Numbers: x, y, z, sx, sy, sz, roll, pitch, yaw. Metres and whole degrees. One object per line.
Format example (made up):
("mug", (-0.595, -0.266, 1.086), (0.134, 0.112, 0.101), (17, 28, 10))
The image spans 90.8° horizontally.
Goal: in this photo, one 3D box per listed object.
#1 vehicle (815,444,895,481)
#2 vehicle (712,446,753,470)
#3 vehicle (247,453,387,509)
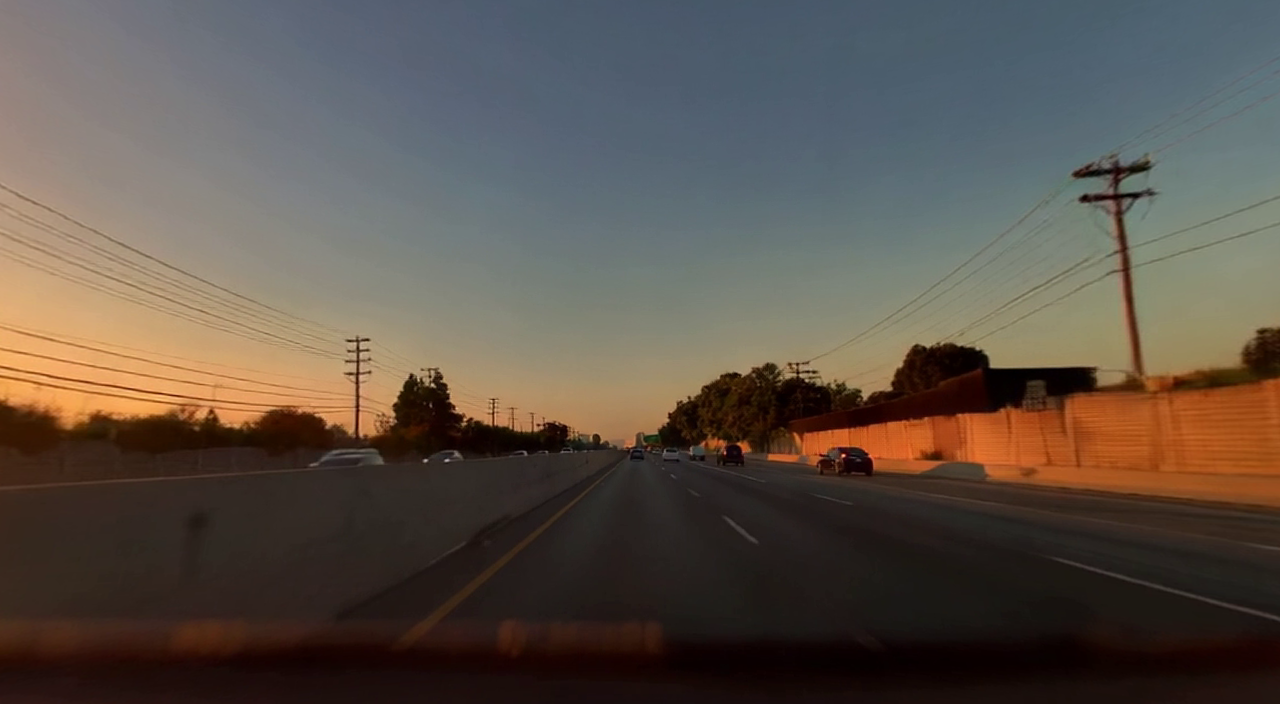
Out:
("vehicle", (9.654, 4.978, 28.785), (1.969, 1.506, 4.422), (0, -9, -1))
("vehicle", (6.437, 7.386, 44.252), (2.069, 1.520, 4.614), (0, -9, -1))
("vehicle", (-9.971, 3.970, 19.987), (1.989, 1.498, 4.593), (0, -9, 0))
